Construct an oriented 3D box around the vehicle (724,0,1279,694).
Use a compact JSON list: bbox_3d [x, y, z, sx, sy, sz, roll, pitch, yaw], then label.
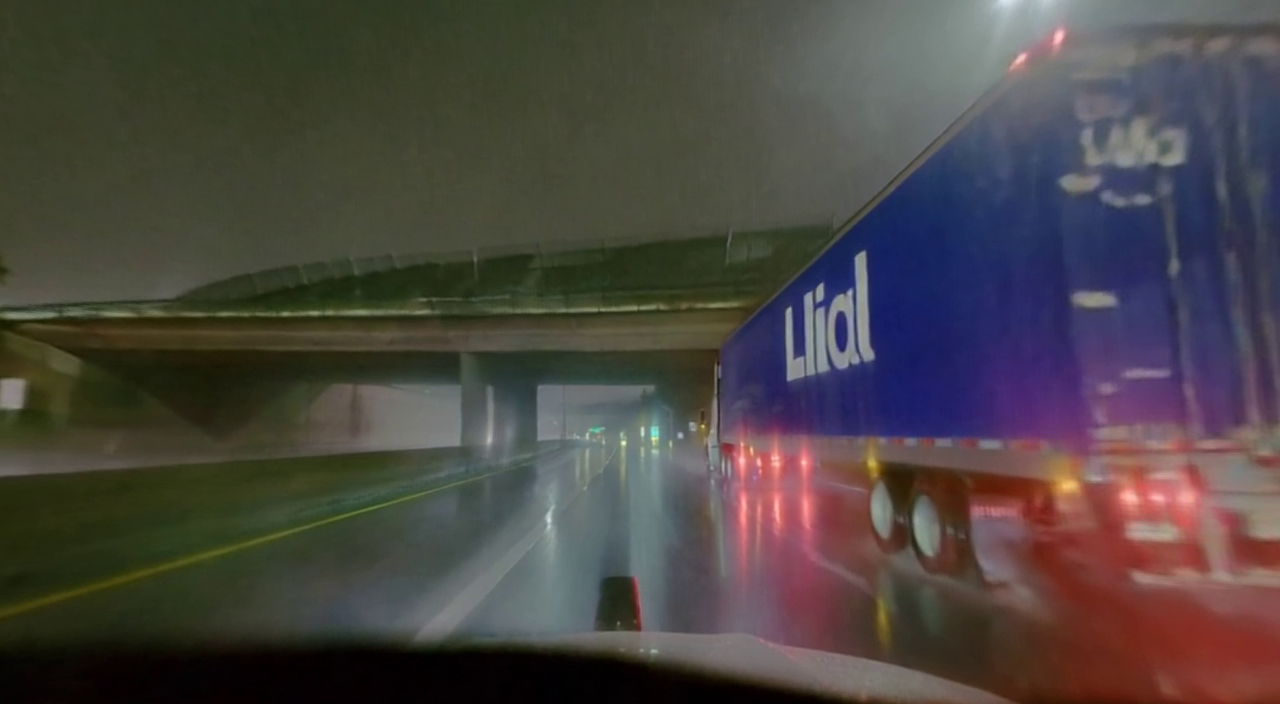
[{"bbox_3d":[4.098,0.577,10.665,3.034,4.194,14.704,0,-8,-1],"label":"vehicle"}]
